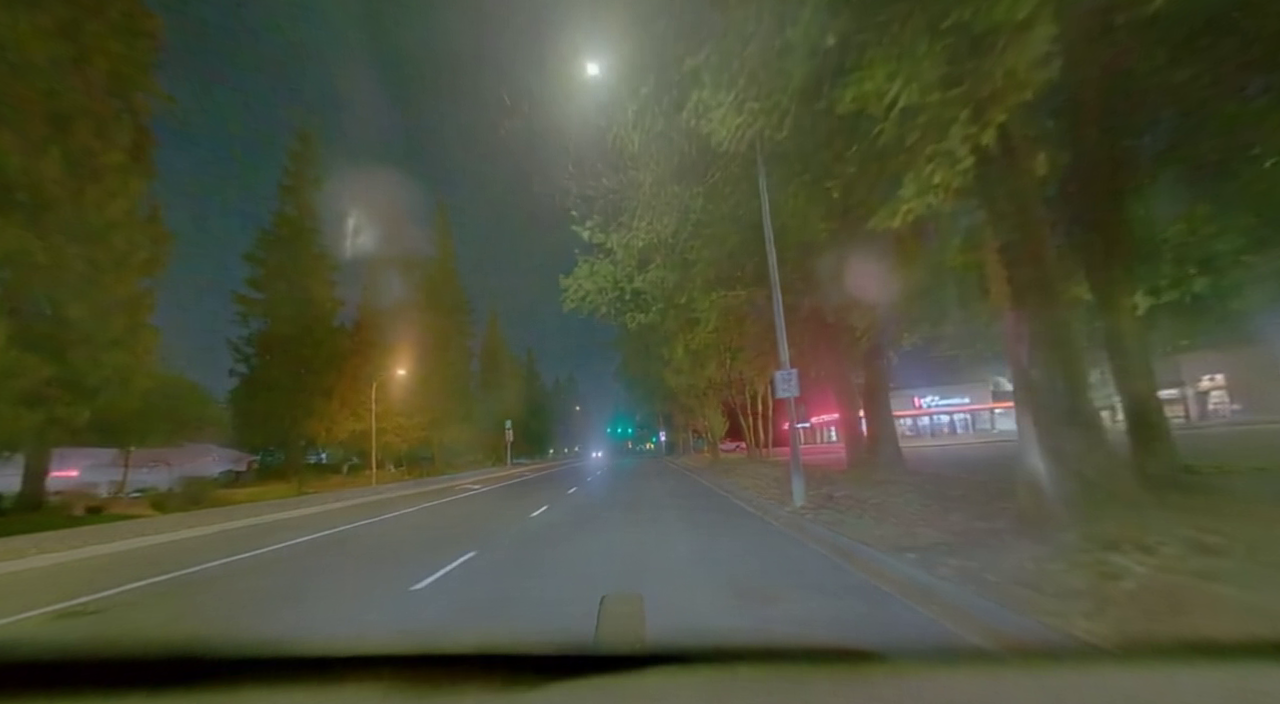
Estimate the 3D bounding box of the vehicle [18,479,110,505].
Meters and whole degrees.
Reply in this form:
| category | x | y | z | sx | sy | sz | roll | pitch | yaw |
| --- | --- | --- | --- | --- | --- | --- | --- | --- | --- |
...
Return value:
| category | x | y | z | sx | sy | sz | roll | pitch | yaw |
| --- | --- | --- | --- | --- | --- | --- | --- | --- | --- |
| vehicle | -40.546 | 9.882 | 44.549 | 1.902 | 1.627 | 4.330 | -12 | -17 | 38 |
